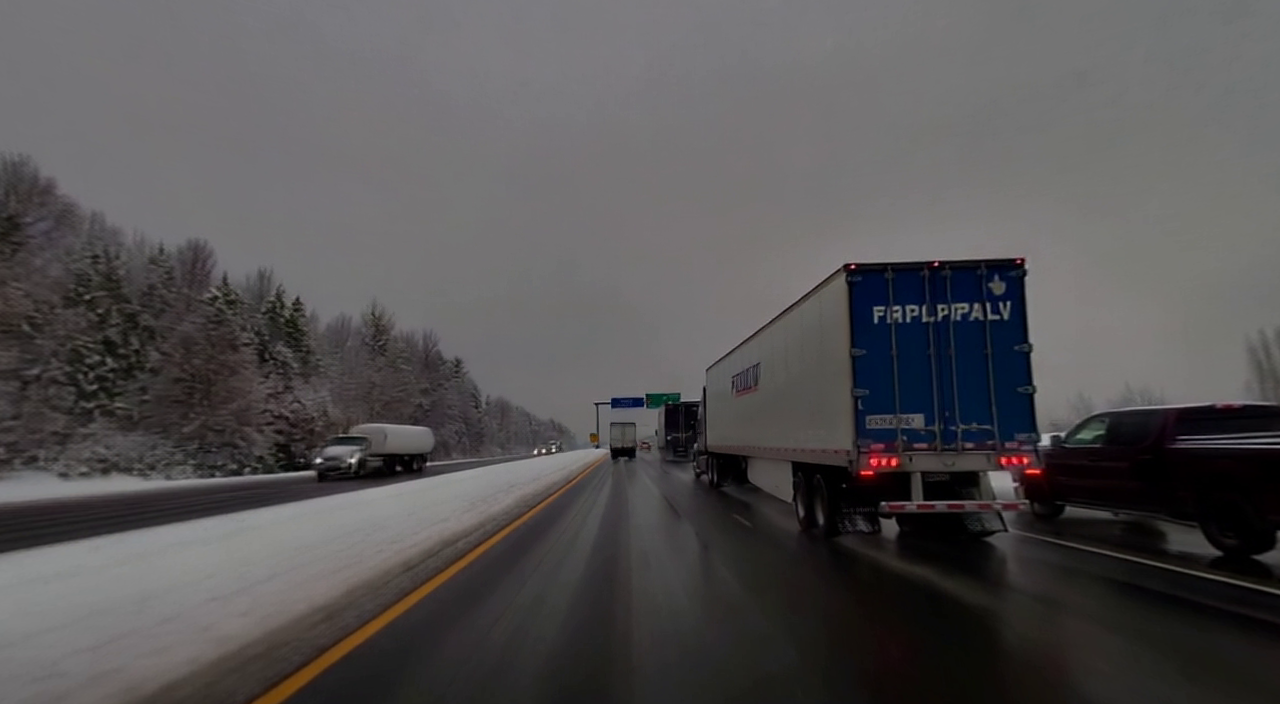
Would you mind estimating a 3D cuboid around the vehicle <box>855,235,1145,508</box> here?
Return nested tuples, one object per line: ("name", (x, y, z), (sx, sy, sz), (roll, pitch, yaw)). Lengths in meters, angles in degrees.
("vehicle", (4.325, 0.305, 8.032), (2.244, 3.047, 2.035), (0, -8, -2))

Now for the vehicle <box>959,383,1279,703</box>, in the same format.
("vehicle", (4.625, 1.123, 4.539), (4.253, 1.543, 2.045), (4, -9, -30))

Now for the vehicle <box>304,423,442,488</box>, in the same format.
("vehicle", (-12.431, 4.914, 30.565), (2.774, 2.621, 9.453), (0, -8, -1))

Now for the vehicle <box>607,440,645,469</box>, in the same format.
("vehicle", (-0.772, 5.548, 34.274), (1.943, 1.491, 3.459), (0, -8, -2))
